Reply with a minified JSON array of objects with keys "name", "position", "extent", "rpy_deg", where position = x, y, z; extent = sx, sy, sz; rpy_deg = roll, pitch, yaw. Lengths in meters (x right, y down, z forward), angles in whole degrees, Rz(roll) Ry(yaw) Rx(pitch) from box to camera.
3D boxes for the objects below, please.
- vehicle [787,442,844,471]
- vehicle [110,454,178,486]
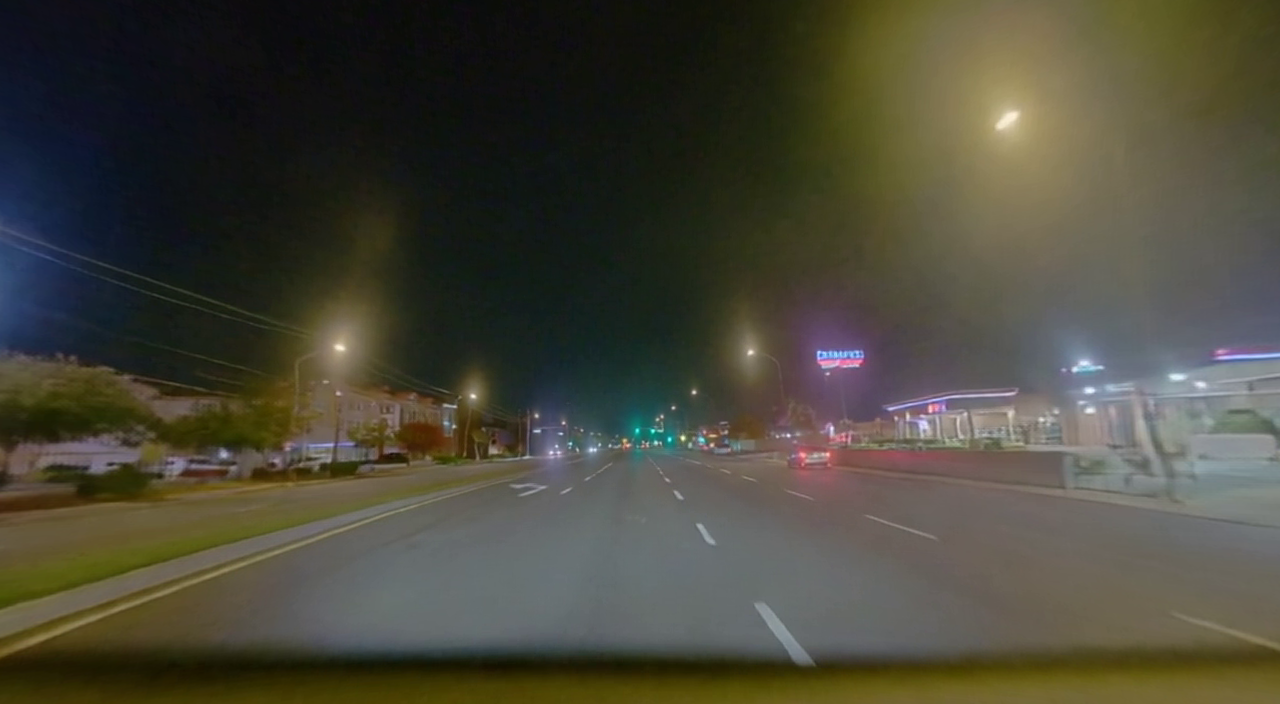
[{"name":"vehicle","position":[10.116,6.067,36.780],"extent":[1.886,1.556,4.513],"rpy_deg":[0,-8,-2]},{"name":"vehicle","position":[-34.923,8.359,44.673],"extent":[2.341,2.080,5.408],"rpy_deg":[4,-12,-23]}]
